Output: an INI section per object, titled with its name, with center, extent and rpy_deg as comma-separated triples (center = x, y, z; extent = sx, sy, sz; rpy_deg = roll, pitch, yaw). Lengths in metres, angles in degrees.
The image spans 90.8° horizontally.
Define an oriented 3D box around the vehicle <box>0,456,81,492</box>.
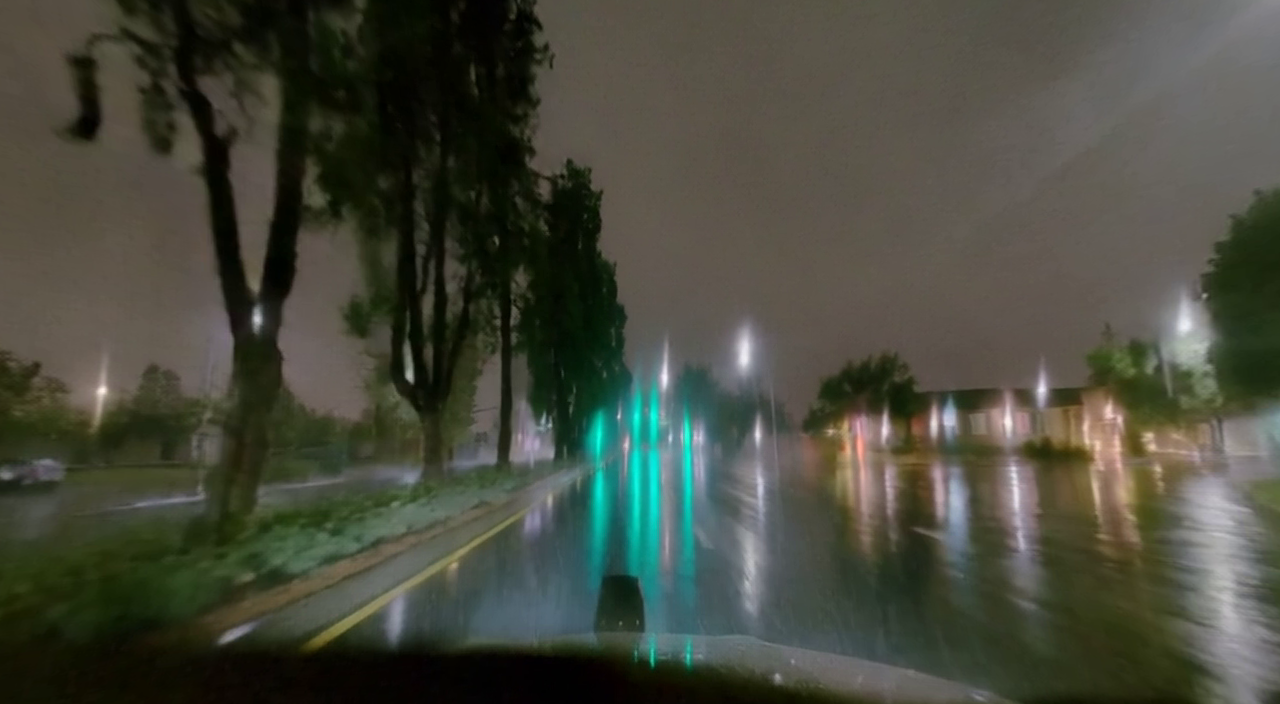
[vehicle]
center = -33.587, 6.545, 34.052
extent = 4.805, 1.854, 2.103
rpy_deg = 0, -9, -1
